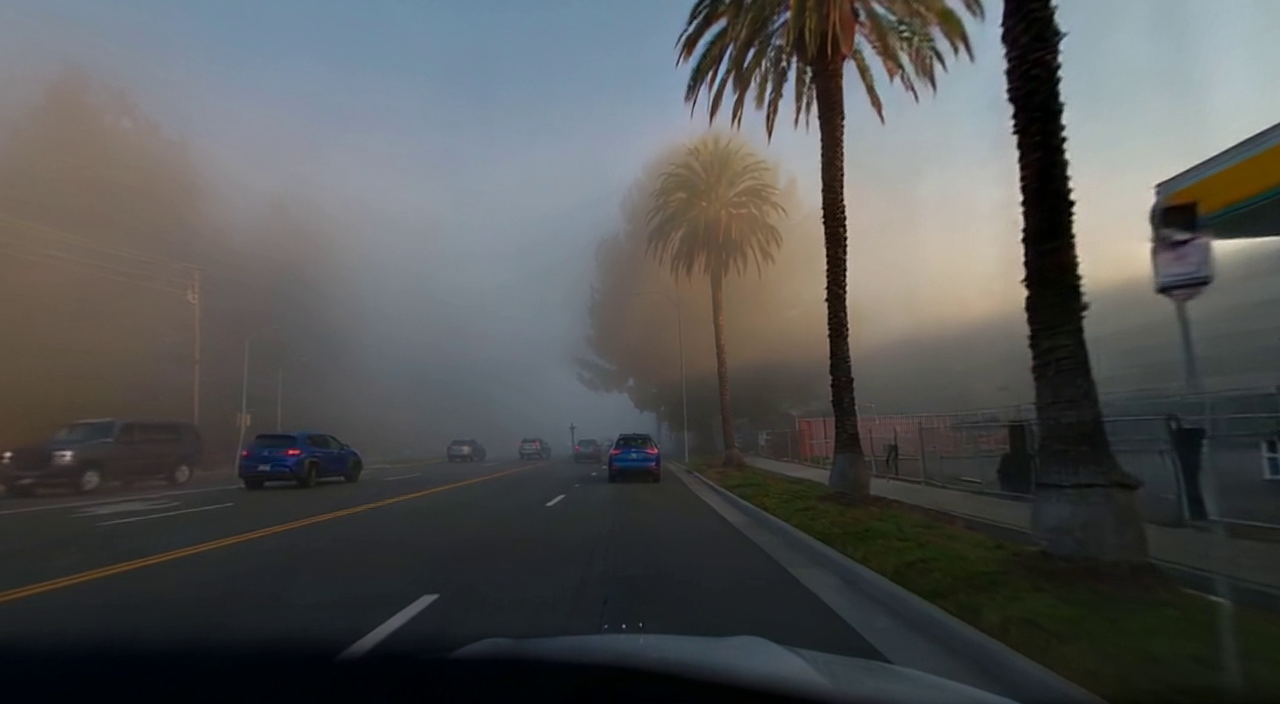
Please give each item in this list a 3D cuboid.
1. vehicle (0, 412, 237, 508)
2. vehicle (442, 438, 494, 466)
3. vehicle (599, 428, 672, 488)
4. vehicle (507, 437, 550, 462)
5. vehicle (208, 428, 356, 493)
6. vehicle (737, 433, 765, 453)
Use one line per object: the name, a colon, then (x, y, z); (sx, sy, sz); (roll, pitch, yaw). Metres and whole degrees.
vehicle: (-15.404, 3.119, 18.649); (2.726, 2.339, 6.253); (0, -9, -1)
vehicle: (-11.136, 6.508, 41.055); (1.998, 1.731, 4.952); (0, -9, 0)
vehicle: (-0.102, 3.371, 20.201); (2.121, 1.710, 3.893); (0, -9, 1)
vehicle: (-7.478, 6.574, 42.476); (2.099, 1.608, 4.420); (0, -9, 0)
vehicle: (-10.724, 3.267, 19.265); (1.965, 1.743, 4.327); (0, -9, 0)
vehicle: (7.979, 6.583, 45.341); (1.837, 1.416, 3.947); (-1, -9, 9)
